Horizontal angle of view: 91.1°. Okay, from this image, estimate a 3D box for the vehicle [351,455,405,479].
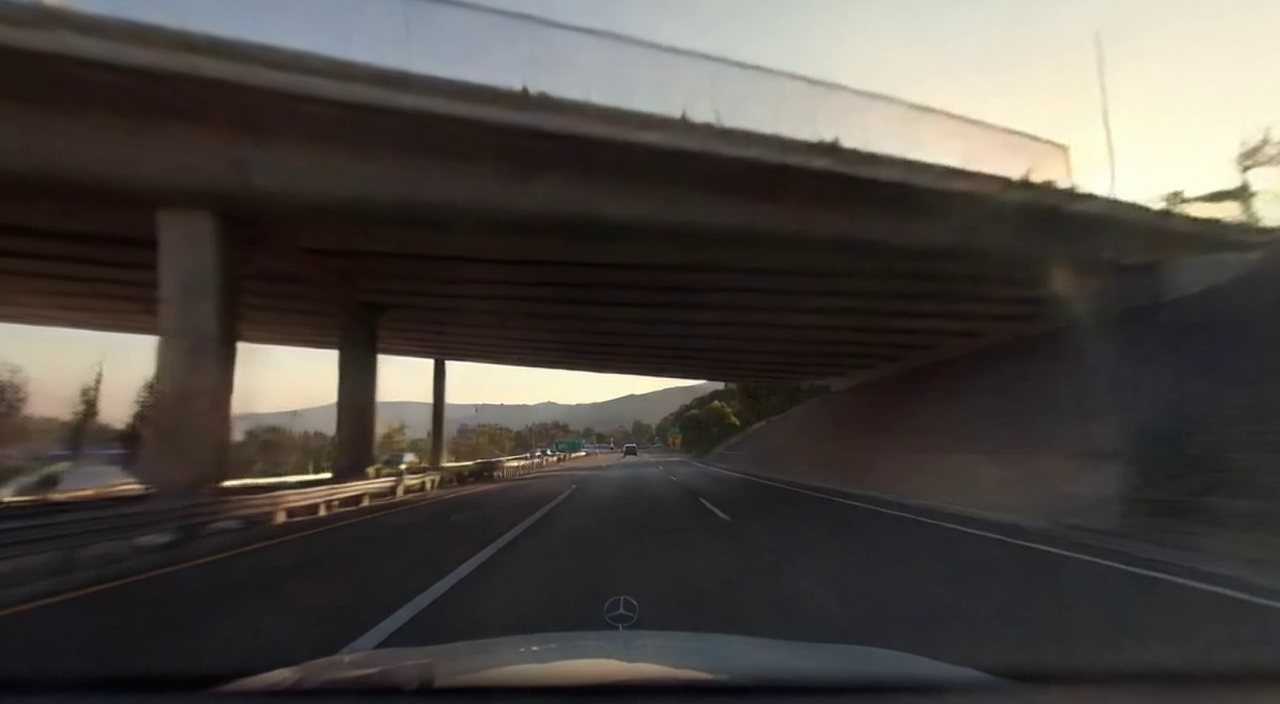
[{"bbox_3d":[-17.414,7.646,41.967,1.832,1.486,4.110,0,-9,0],"label":"vehicle"}]

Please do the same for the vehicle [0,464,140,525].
[{"bbox_3d":[-17.473,4.077,18.461,1.802,1.467,4.590,0,-9,-1],"label":"vehicle"}]
